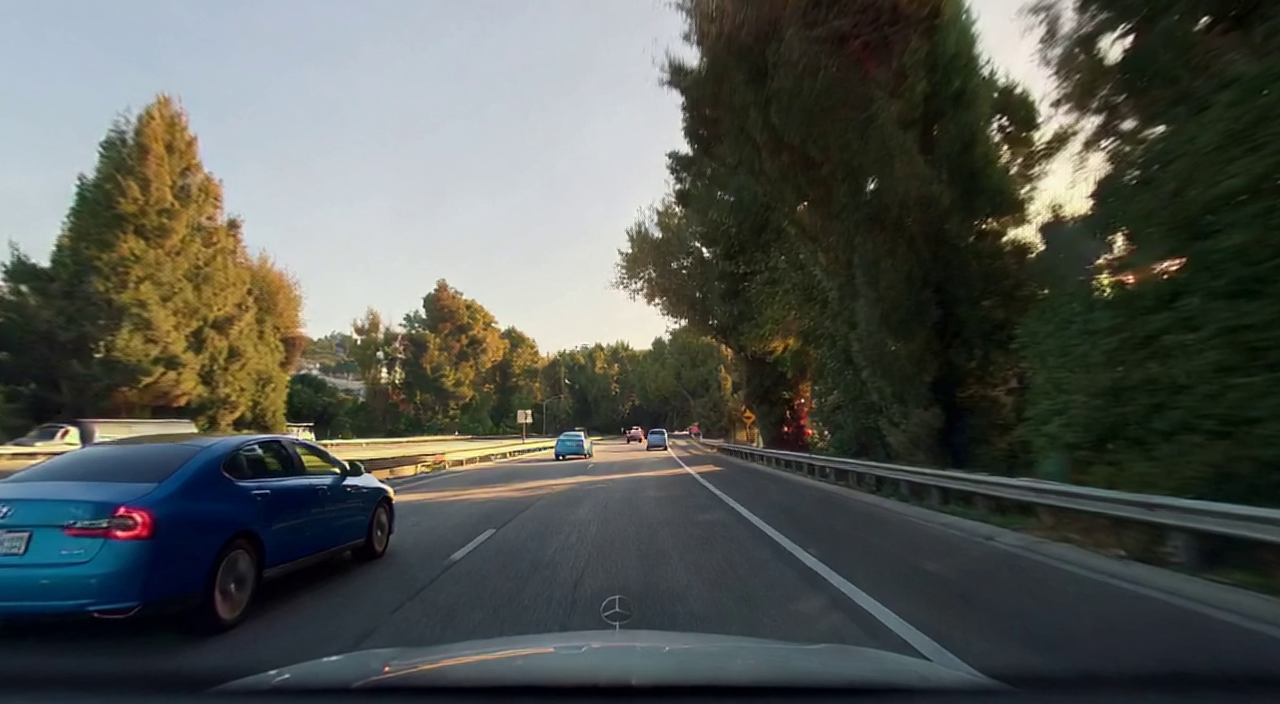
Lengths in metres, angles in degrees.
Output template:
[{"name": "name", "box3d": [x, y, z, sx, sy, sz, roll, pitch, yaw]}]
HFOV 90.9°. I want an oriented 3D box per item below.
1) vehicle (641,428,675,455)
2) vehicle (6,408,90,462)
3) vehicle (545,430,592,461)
[{"name": "vehicle", "box3d": [1.084, 5.668, 39.869, 2.041, 1.618, 3.898, 0, -8, 0]}, {"name": "vehicle", "box3d": [-43.915, 6.150, 46.825, 2.910, 3.837, 3.156, 1, -8, -6]}, {"name": "vehicle", "box3d": [-3.590, 4.791, 32.444, 1.950, 1.518, 3.941, 0, -8, 0]}]
